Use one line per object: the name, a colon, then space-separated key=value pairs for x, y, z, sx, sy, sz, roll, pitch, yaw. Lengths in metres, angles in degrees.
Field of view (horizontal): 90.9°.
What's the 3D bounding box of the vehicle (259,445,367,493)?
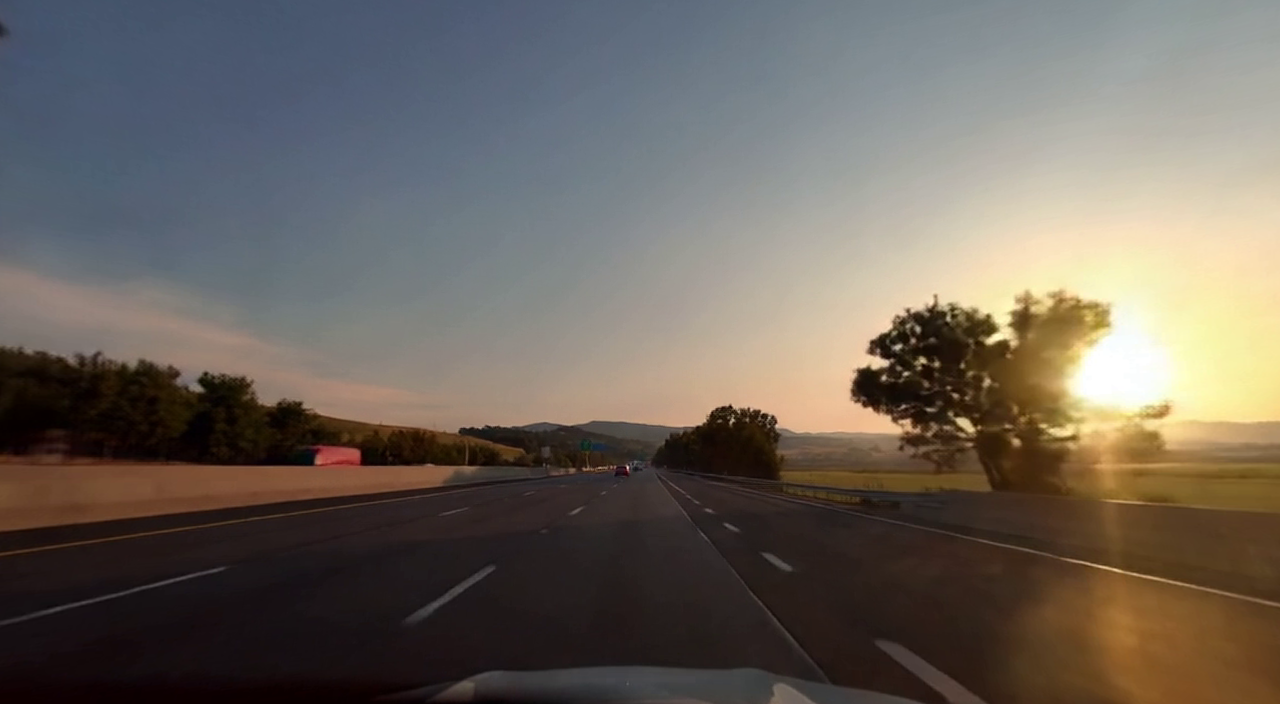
vehicle: x=-18.765 y=6.780 z=36.685 sx=2.335 sy=2.469 sz=7.028 roll=1 pitch=-10 yaw=1
